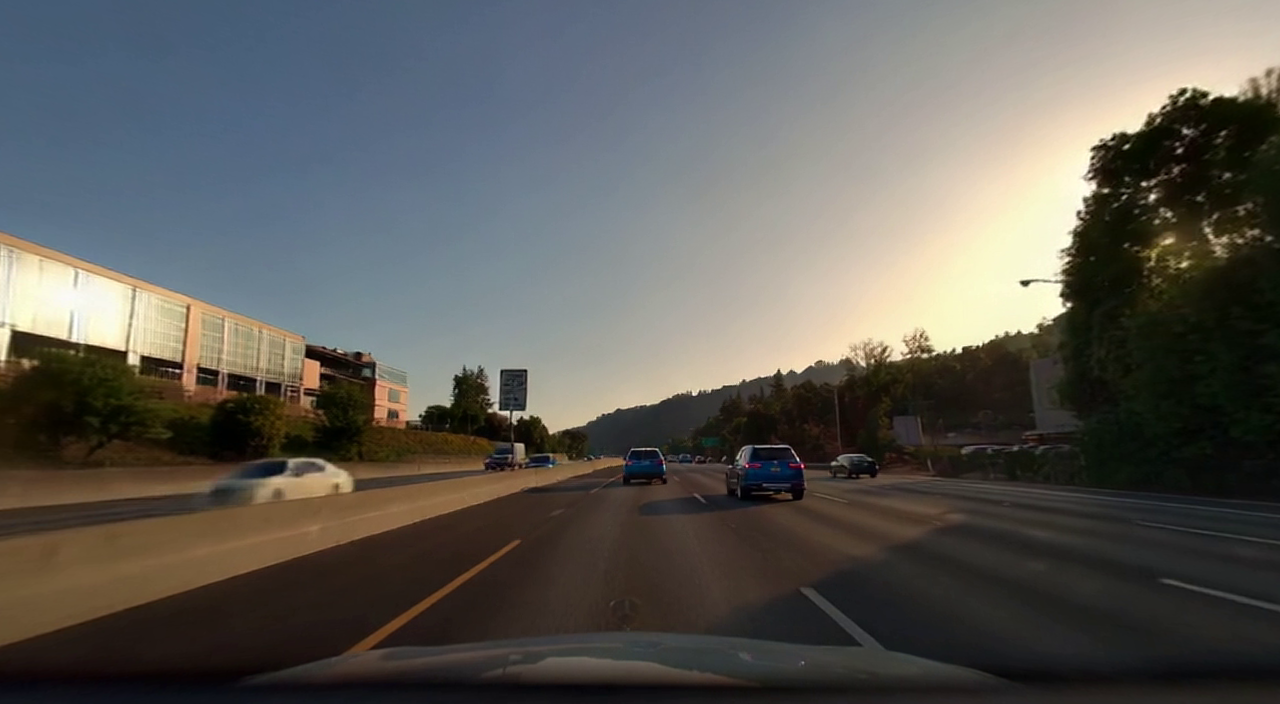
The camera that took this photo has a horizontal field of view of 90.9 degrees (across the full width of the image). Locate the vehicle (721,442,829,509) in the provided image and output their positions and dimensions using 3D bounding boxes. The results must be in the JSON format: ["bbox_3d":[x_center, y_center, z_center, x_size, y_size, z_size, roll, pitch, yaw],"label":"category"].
[{"bbox_3d":[3.557,3.317,17.431,2.042,1.592,4.047,0,-8,-1],"label":"vehicle"}]

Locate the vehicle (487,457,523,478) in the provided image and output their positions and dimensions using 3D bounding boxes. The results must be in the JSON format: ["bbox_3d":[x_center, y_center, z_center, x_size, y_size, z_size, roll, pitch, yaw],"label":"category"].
[{"bbox_3d":[-10.360,8.892,48.666,1.810,1.486,3.800,0,-8,1],"label":"vehicle"}]

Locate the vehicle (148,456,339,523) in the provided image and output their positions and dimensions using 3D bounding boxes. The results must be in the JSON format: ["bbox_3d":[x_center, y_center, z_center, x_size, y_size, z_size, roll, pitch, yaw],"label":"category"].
[{"bbox_3d":[-10.542,3.655,17.330,2.146,1.479,4.671,0,-8,1],"label":"vehicle"}]

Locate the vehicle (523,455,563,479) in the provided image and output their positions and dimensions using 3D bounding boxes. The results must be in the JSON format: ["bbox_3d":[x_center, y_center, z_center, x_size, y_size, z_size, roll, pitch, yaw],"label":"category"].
[{"bbox_3d":[-6.460,7.731,42.660,1.830,1.466,5.021,0,-9,1],"label":"vehicle"}]

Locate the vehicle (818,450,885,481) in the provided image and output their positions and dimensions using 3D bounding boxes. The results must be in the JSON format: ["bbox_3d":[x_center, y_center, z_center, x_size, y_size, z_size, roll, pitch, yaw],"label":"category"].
[{"bbox_3d":[11.266,6.070,34.010,1.985,1.503,4.842,0,-8,0],"label":"vehicle"}]

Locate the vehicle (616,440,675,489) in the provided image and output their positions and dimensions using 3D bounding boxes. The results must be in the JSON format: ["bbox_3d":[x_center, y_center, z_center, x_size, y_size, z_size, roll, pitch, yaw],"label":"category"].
[{"bbox_3d":[0.224,4.692,26.638,2.290,1.862,4.454,0,-8,1],"label":"vehicle"}]
